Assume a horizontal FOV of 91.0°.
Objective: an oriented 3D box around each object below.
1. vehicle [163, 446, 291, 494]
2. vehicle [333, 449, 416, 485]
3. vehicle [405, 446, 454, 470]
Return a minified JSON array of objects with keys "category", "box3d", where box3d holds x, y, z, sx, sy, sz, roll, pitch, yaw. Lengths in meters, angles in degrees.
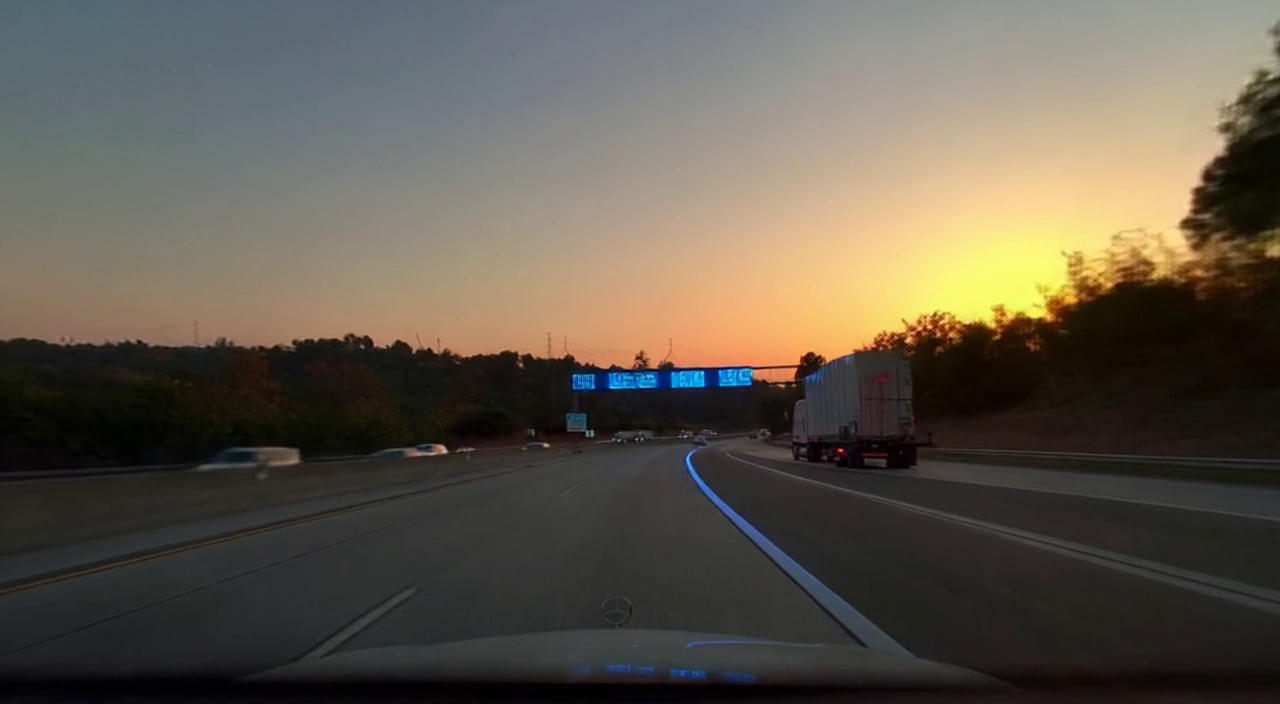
[{"category":"vehicle","box3d":[-16.151,4.591,24.945,2.038,1.667,4.222,-1,-8,3]},{"category":"vehicle","box3d":[-11.969,5.201,28.681,1.934,1.465,3.798,-1,-8,3]},{"category":"vehicle","box3d":[-15.382,7.733,46.155,1.905,1.670,4.244,-1,-8,3]}]
